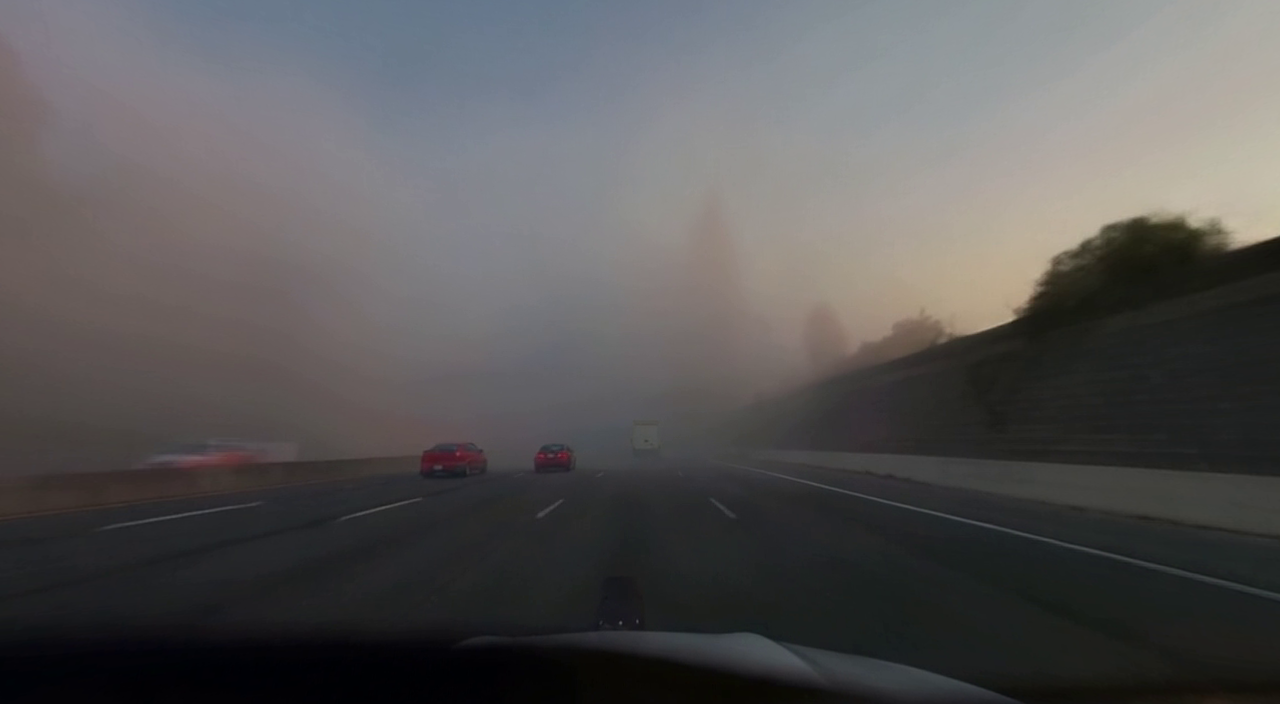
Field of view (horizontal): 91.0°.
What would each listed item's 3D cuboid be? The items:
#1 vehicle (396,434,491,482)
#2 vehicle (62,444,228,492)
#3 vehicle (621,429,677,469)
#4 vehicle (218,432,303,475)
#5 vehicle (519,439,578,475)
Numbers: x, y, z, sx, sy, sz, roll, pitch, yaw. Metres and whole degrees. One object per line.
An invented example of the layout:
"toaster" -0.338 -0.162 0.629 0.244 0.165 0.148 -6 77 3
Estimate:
"vehicle" -7.496 4.087 24.610 2.189 1.673 4.699 0 -9 0
"vehicle" -20.360 4.751 26.395 1.948 1.754 6.062 0 -9 1
"vehicle" 0.433 5.292 34.526 2.856 1.994 4.931 0 -8 0
"vehicle" -24.647 6.604 41.146 2.396 2.608 4.808 0 -9 1
"vehicle" -4.041 4.720 28.576 2.000 1.512 4.371 0 -8 0
